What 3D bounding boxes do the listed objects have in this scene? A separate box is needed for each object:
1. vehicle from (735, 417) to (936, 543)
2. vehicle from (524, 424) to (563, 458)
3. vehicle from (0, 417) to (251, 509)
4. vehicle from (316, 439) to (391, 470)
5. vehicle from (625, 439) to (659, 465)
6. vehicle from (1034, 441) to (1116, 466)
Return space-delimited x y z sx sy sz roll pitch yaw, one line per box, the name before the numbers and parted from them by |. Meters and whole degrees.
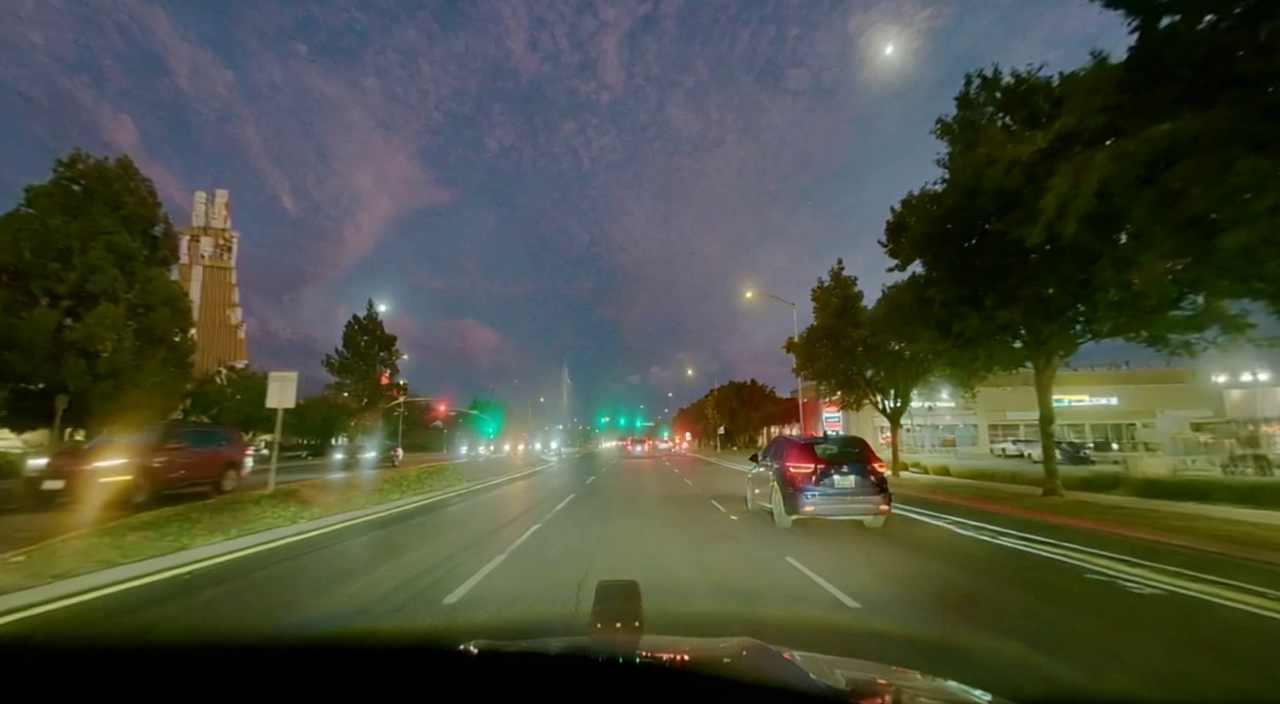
vehicle | 2.986 2.063 10.821 1.969 1.682 4.387 0 -8 -1
vehicle | -7.569 7.079 49.985 2.334 2.525 5.893 0 -8 -2
vehicle | -11.638 2.498 14.637 2.142 1.738 4.893 0 -8 -1
vehicle | -15.136 5.431 33.678 1.849 1.477 4.513 0 -9 0
vehicle | 0.071 6.206 39.418 2.023 1.532 3.891 0 -8 -1
vehicle | 27.955 6.531 40.781 1.802 1.469 4.578 0 -9 -3
